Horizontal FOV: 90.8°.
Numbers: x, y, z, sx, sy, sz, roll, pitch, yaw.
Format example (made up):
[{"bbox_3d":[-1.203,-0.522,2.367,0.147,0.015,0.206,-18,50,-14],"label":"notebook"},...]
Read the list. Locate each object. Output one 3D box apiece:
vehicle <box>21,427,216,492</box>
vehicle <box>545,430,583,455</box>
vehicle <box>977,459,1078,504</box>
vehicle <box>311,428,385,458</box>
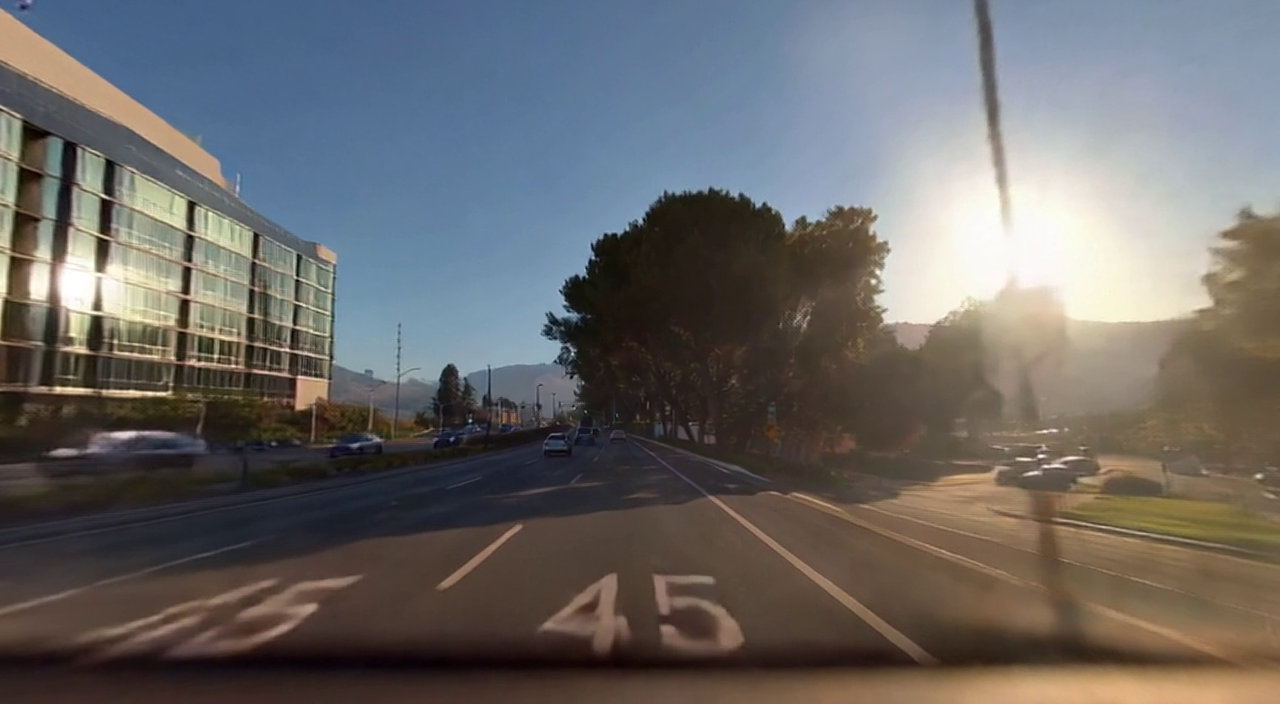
[{"bbox_3d":[-15.639,3.234,19.369,1.972,1.715,4.521,0,-8,2],"label":"vehicle"},{"bbox_3d":[-4.894,5.876,41.029,2.025,1.474,4.292,0,-8,-2],"label":"vehicle"},{"bbox_3d":[23.406,7.862,38.317,4.619,1.807,2.224,7,-20,2],"label":"vehicle"},{"bbox_3d":[-18.346,5.772,39.998,2.286,1.743,4.869,0,-8,1],"label":"vehicle"}]
